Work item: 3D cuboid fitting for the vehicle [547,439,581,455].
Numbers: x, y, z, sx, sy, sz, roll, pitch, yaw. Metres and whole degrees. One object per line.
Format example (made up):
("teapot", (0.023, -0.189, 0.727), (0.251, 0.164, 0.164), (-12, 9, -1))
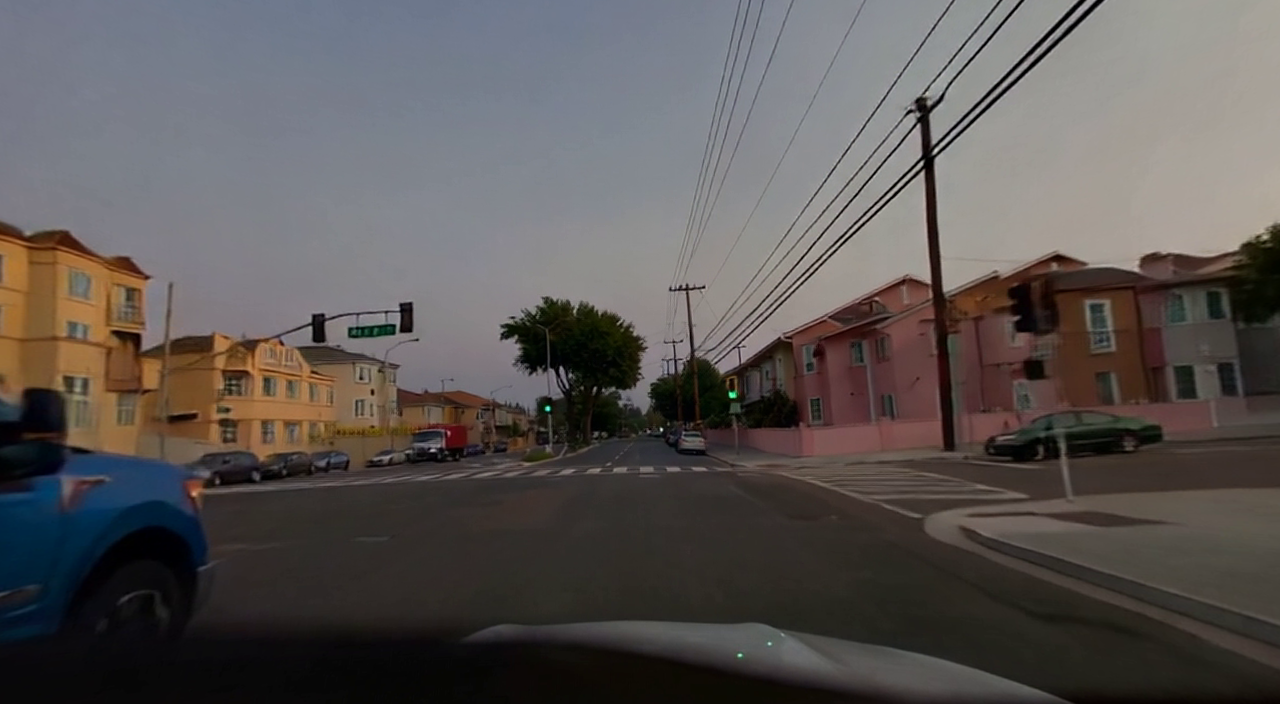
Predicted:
("vehicle", (-5.767, 7.246, 48.190), (1.925, 1.016, 2.951), (-3, -6, 6))

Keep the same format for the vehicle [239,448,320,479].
("vehicle", (-19.136, 5.908, 33.724), (1.751, 1.487, 4.514), (0, -8, -1))

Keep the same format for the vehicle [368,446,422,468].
("vehicle", (-18.765, 8.049, 48.541), (2.060, 1.484, 4.726), (-1, -8, 2))

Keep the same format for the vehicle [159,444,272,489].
("vehicle", (-19.207, 5.156, 28.828), (2.071, 1.840, 4.528), (0, -8, -1))

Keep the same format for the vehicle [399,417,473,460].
("vehicle", (-15.806, 6.878, 49.636), (2.979, 3.071, 7.978), (-1, -8, 1))

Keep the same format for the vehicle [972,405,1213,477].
("vehicle", (12.004, 2.343, 17.035), (4.816, 1.501, 2.296), (-2, -1, 1))

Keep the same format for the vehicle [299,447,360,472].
("vehicle", (-18.996, 6.572, 38.746), (1.672, 1.428, 4.062), (-1, -8, 1))

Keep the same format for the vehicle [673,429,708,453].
("vehicle", (3.276, 5.926, 41.865), (1.986, 1.491, 4.500), (-1, -8, 0))
